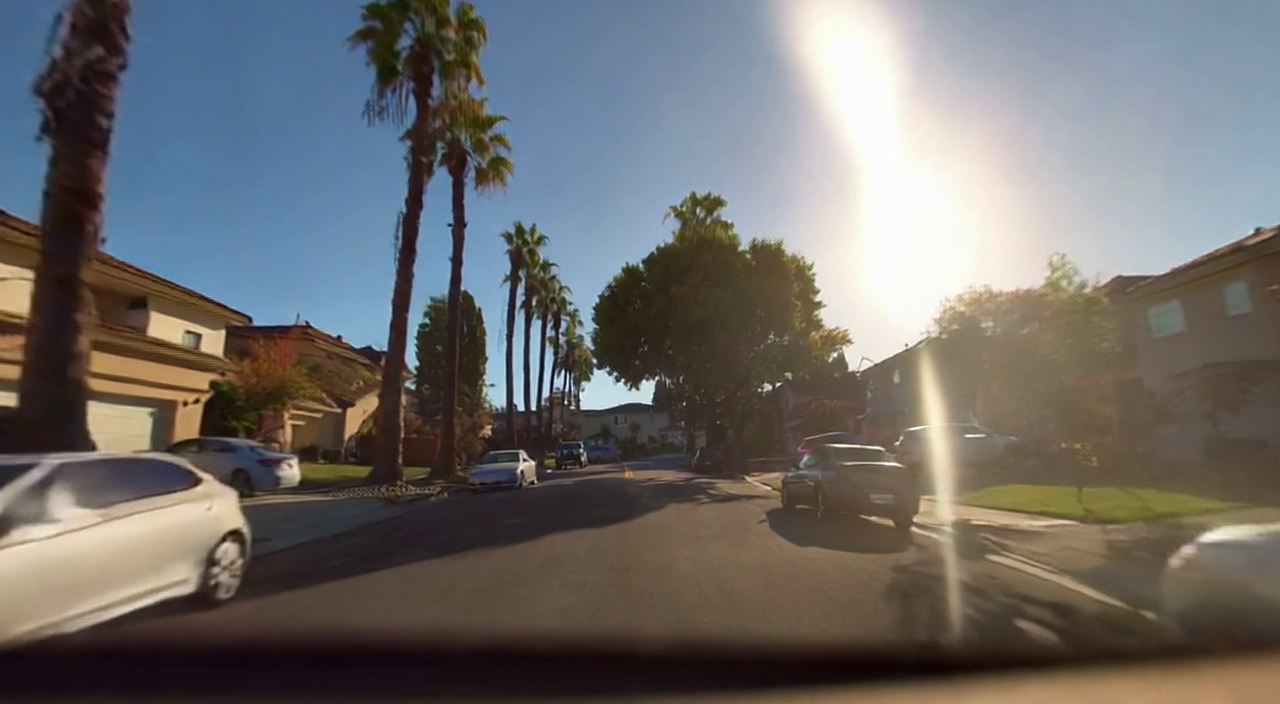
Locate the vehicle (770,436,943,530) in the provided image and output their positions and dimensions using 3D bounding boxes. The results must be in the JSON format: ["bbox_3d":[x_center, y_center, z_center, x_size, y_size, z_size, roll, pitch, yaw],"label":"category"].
[{"bbox_3d":[4.099,2.539,12.824,1.987,1.567,4.112,0,-9,-1],"label":"vehicle"}]

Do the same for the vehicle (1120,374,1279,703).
[{"bbox_3d":[4.069,0.776,1.820,2.072,1.685,4.160,0,-9,0],"label":"vehicle"}]

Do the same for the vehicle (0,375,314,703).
[{"bbox_3d":[-4.656,1.202,4.629,2.147,1.823,4.725,0,-7,-2],"label":"vehicle"}]

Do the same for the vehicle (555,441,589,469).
[{"bbox_3d":[-5.038,7.533,46.512,2.106,1.914,4.363,2,-8,-11],"label":"vehicle"}]

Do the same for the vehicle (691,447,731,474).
[{"bbox_3d":[4.197,6.477,37.977,1.867,1.480,4.678,0,-9,0],"label":"vehicle"}]

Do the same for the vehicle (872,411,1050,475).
[{"bbox_3d":[10.684,3.075,21.321,4.871,1.931,1.929,-1,-9,-1],"label":"vehicle"}]

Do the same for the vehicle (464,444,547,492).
[{"bbox_3d":[-4.652,4.126,22.600,2.080,1.479,4.531,0,-10,-2],"label":"vehicle"}]
